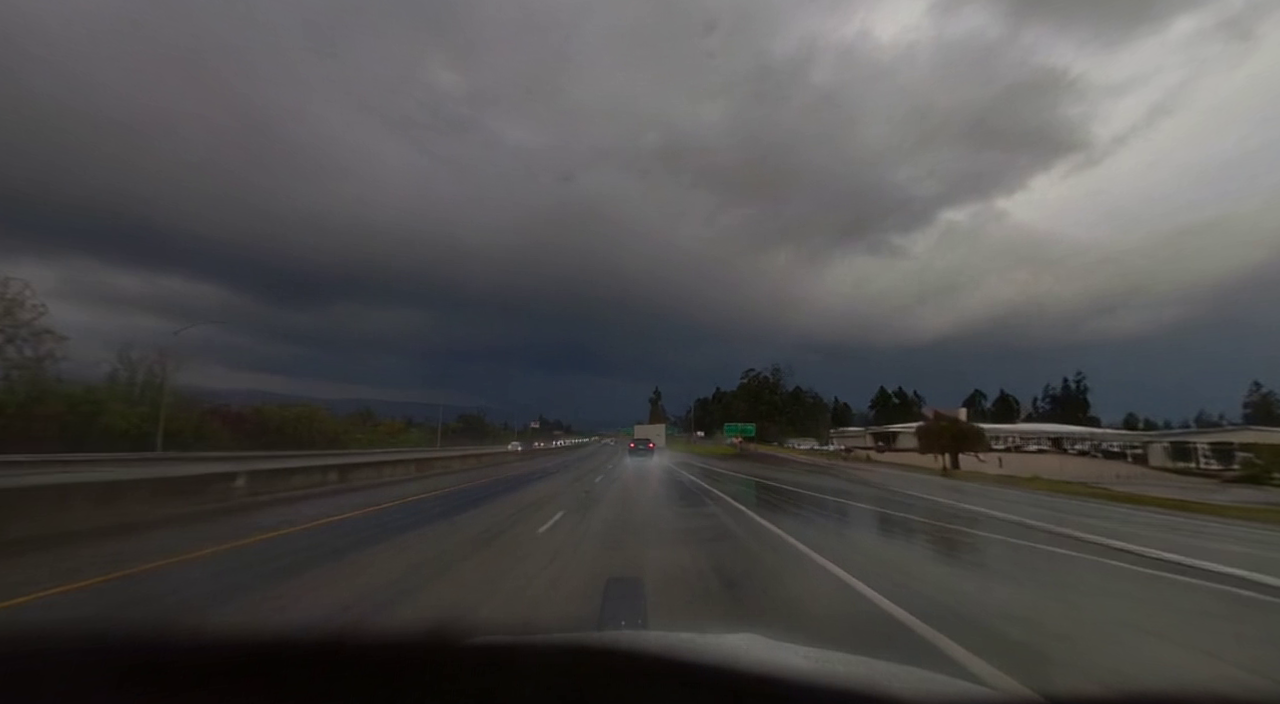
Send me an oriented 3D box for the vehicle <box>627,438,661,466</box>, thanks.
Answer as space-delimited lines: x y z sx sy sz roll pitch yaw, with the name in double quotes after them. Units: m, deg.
0.214 6.396 40.442 2.029 1.666 4.064 0 -8 -2 "vehicle"
